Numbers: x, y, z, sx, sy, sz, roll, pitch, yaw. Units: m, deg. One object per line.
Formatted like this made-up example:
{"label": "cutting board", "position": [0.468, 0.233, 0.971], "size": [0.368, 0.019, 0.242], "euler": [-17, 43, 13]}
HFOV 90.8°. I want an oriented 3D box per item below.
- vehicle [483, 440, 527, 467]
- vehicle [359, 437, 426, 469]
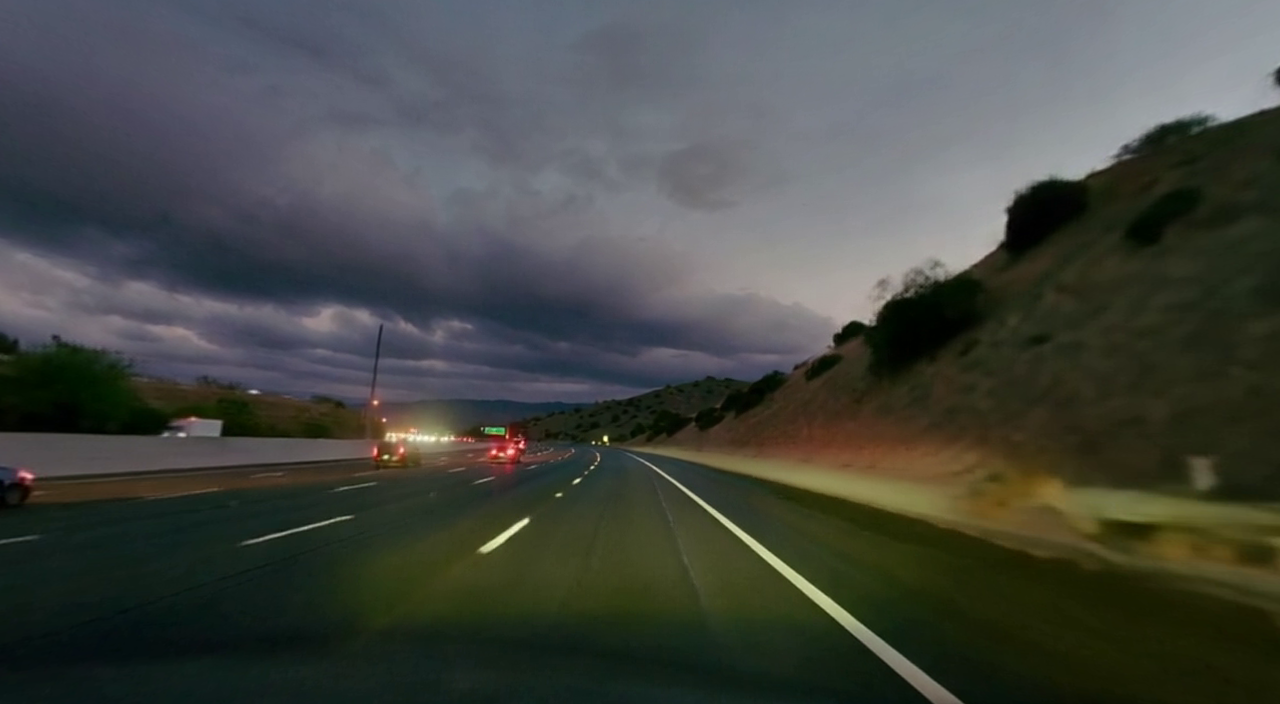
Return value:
{"label": "vehicle", "position": [-9.056, 6.815, 42.587], "size": [2.104, 1.715, 4.319], "euler": [0, -9, -2]}
{"label": "vehicle", "position": [-15.852, 6.500, 40.820], "size": [2.240, 1.953, 5.452], "euler": [0, -9, -2]}
